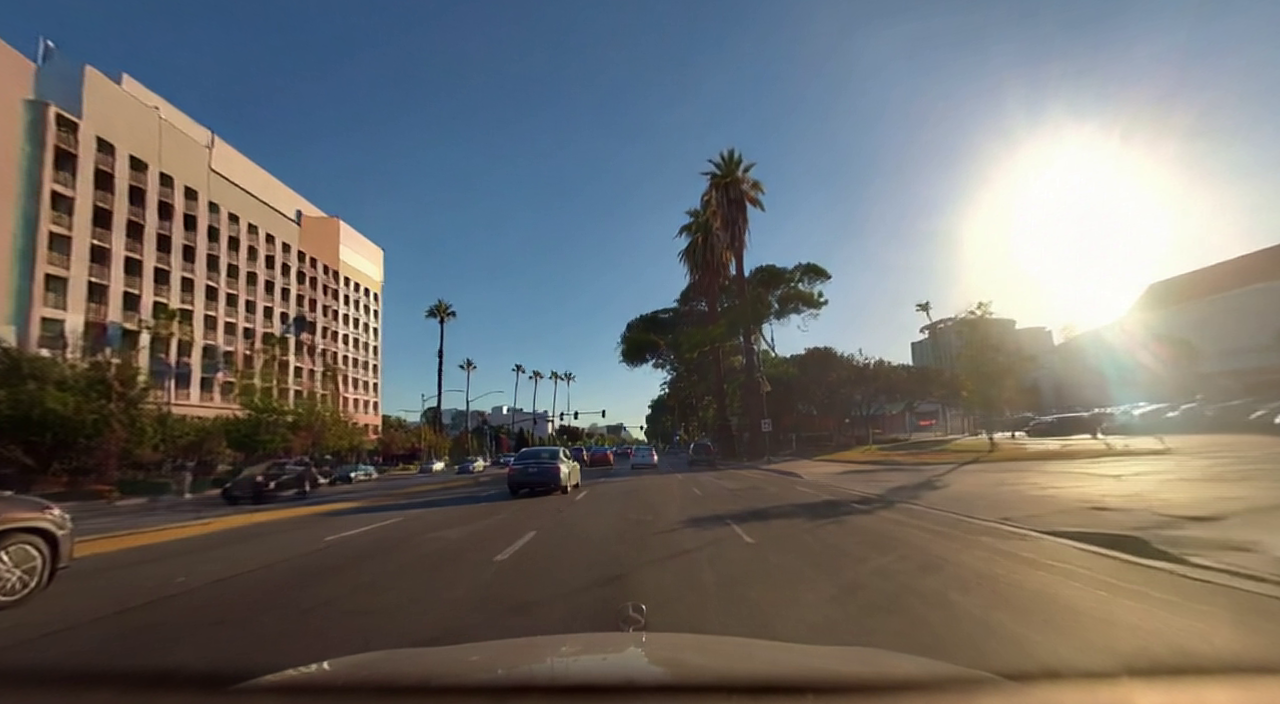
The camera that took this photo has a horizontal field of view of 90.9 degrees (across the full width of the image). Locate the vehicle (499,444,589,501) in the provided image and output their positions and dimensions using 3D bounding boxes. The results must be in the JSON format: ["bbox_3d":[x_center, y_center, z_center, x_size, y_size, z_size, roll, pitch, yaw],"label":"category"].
[{"bbox_3d":[-2.748,3.558,19.112,1.908,1.505,4.369,-1,-9,2],"label":"vehicle"}]

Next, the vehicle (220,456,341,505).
[{"bbox_3d":[-13.978,4.984,24.905,2.026,1.641,4.619,-1,-9,1],"label":"vehicle"}]

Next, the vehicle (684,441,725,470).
[{"bbox_3d":[4.087,6.687,40.854,2.108,1.785,4.334,0,-9,-1],"label":"vehicle"}]

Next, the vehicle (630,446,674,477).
[{"bbox_3d":[0.610,5.620,32.641,2.147,1.507,3.953,0,-9,0],"label":"vehicle"}]

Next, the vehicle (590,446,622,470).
[{"bbox_3d":[-2.600,8.197,48.969,2.168,1.719,4.283,0,-9,0],"label":"vehicle"}]
